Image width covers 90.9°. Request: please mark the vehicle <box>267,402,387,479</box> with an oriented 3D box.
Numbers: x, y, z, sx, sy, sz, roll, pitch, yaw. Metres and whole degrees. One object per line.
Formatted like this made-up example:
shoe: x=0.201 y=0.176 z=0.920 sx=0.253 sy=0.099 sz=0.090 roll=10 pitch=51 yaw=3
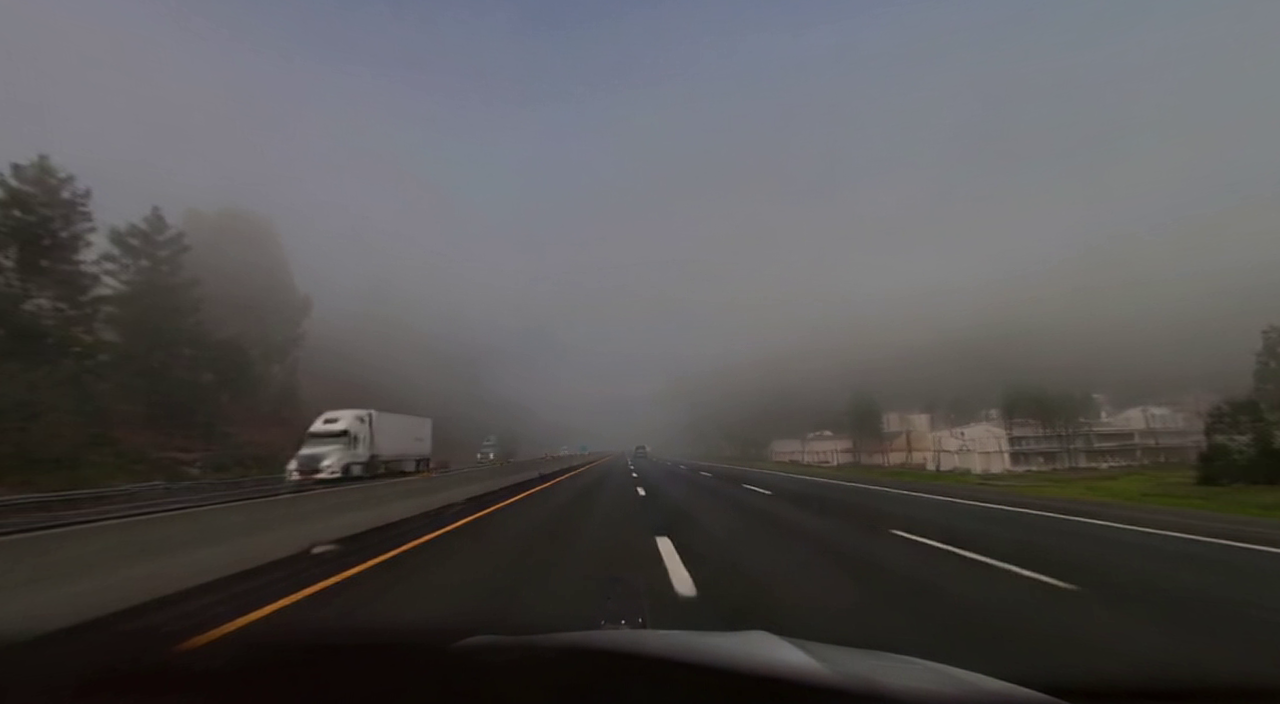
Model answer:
vehicle: x=-16.563 y=4.830 z=34.071 sx=3.058 sy=3.716 sz=6.984 roll=0 pitch=-9 yaw=-2
